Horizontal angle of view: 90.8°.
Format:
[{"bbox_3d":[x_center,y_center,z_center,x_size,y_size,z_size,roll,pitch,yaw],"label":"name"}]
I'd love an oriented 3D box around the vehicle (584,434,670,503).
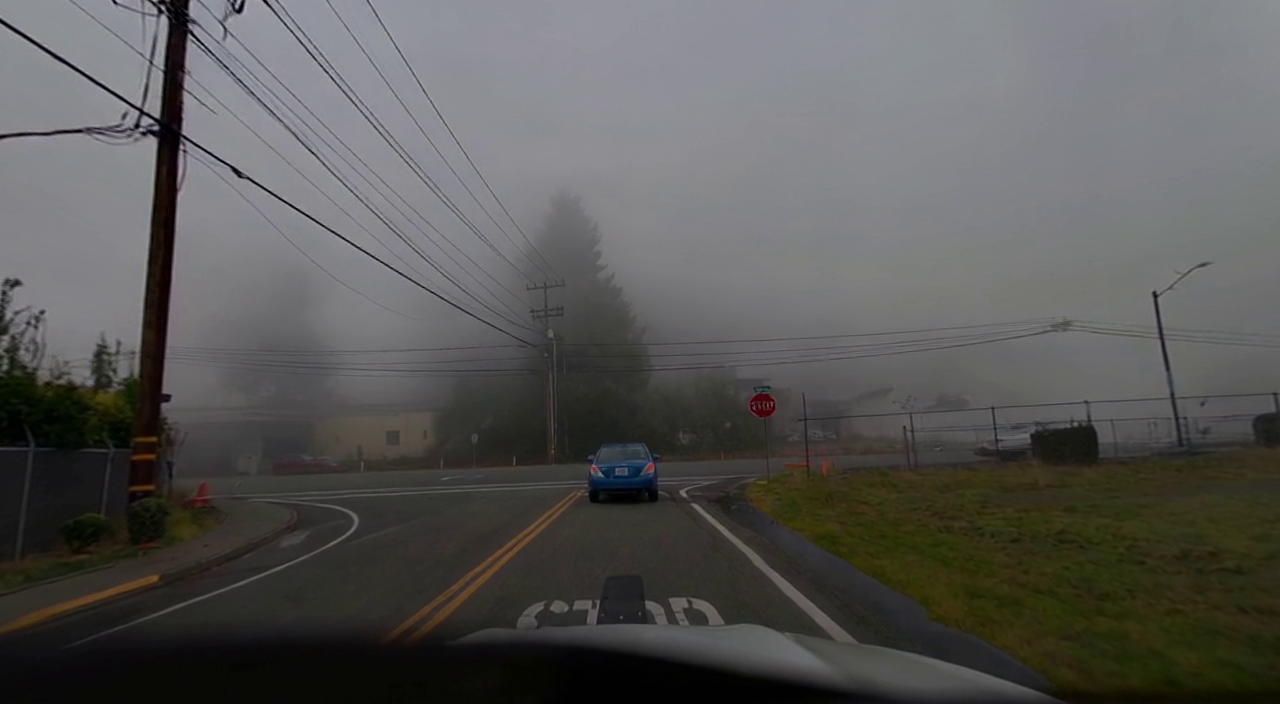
[{"bbox_3d":[-0.446,3.211,17.929,2.137,1.698,4.166,0,-8,-3],"label":"vehicle"}]
